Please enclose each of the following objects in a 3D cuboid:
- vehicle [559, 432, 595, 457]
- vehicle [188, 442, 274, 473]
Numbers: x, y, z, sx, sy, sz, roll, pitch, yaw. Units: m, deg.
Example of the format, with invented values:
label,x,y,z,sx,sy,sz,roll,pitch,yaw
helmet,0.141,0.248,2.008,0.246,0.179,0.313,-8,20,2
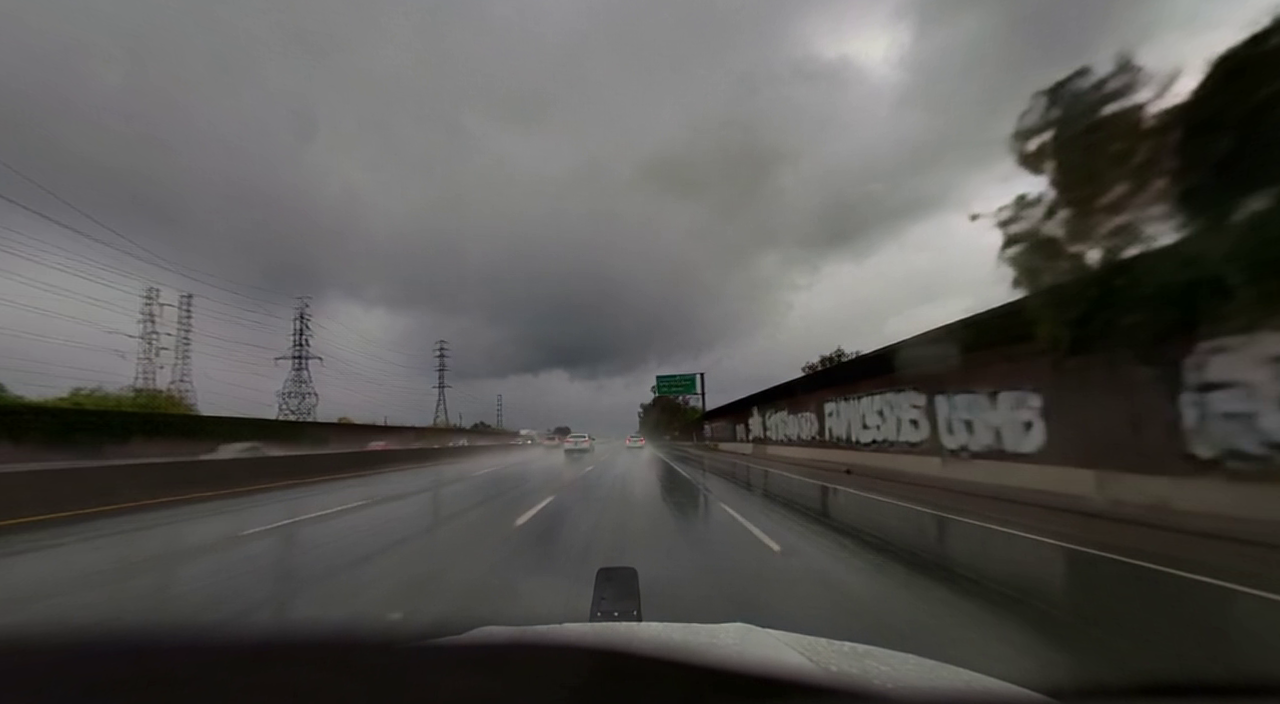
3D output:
label,x,y,z,sx,sy,sz,roll,pitch,yaw
vehicle,-4.332,6.470,44.187,2.118,1.640,4.031,0,-8,0
vehicle,-20.576,5.289,31.895,1.810,1.412,3.988,1,-8,-2
